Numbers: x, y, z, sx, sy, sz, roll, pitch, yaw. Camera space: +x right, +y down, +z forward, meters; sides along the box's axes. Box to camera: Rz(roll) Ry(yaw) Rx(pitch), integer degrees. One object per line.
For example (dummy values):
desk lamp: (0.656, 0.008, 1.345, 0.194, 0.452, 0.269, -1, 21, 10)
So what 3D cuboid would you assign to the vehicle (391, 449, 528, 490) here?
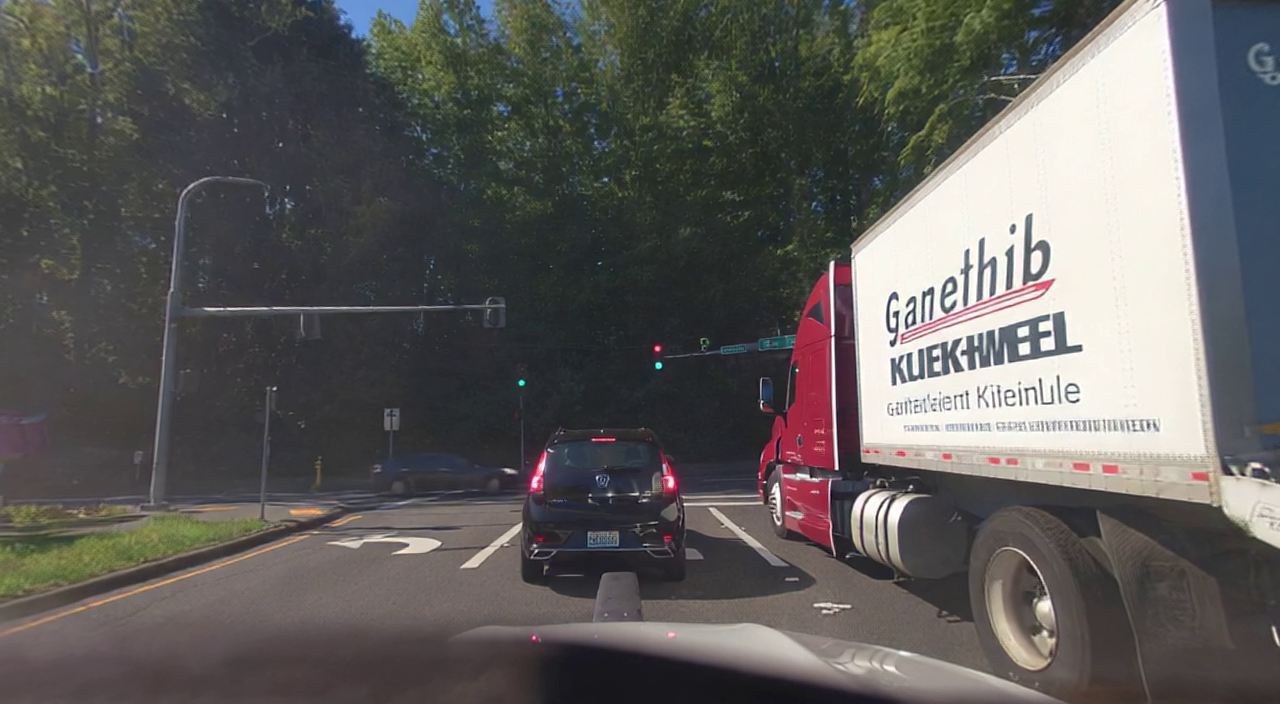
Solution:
vehicle: (-6.752, 4.453, 24.070, 4.761, 1.436, 1.870, 1, -9, -8)

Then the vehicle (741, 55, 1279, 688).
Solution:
vehicle: (3.511, 0.725, 8.542, 2.884, 3.753, 9.763, 0, -9, 1)

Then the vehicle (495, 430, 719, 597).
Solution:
vehicle: (-0.328, 1.713, 7.425, 1.975, 1.457, 3.526, 0, -9, -1)
